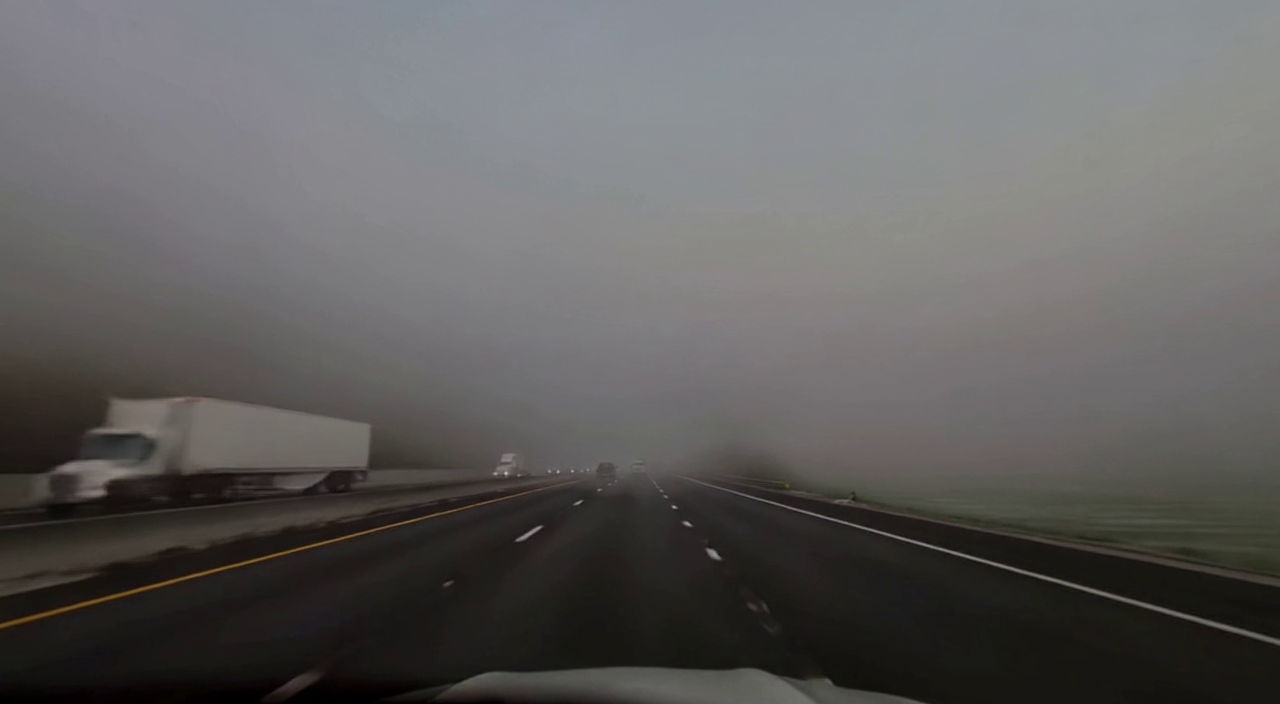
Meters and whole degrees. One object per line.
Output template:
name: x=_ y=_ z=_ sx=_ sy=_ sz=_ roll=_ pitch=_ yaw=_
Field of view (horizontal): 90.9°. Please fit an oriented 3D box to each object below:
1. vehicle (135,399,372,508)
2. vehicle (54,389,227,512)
vehicle: x=-16.953 y=4.896 z=29.660 sx=2.806 sy=3.974 sz=12.703 roll=1 pitch=-11 yaw=1
vehicle: x=-17.096 y=3.441 z=21.877 sx=2.964 sy=3.880 sz=3.101 roll=1 pitch=-11 yaw=1
